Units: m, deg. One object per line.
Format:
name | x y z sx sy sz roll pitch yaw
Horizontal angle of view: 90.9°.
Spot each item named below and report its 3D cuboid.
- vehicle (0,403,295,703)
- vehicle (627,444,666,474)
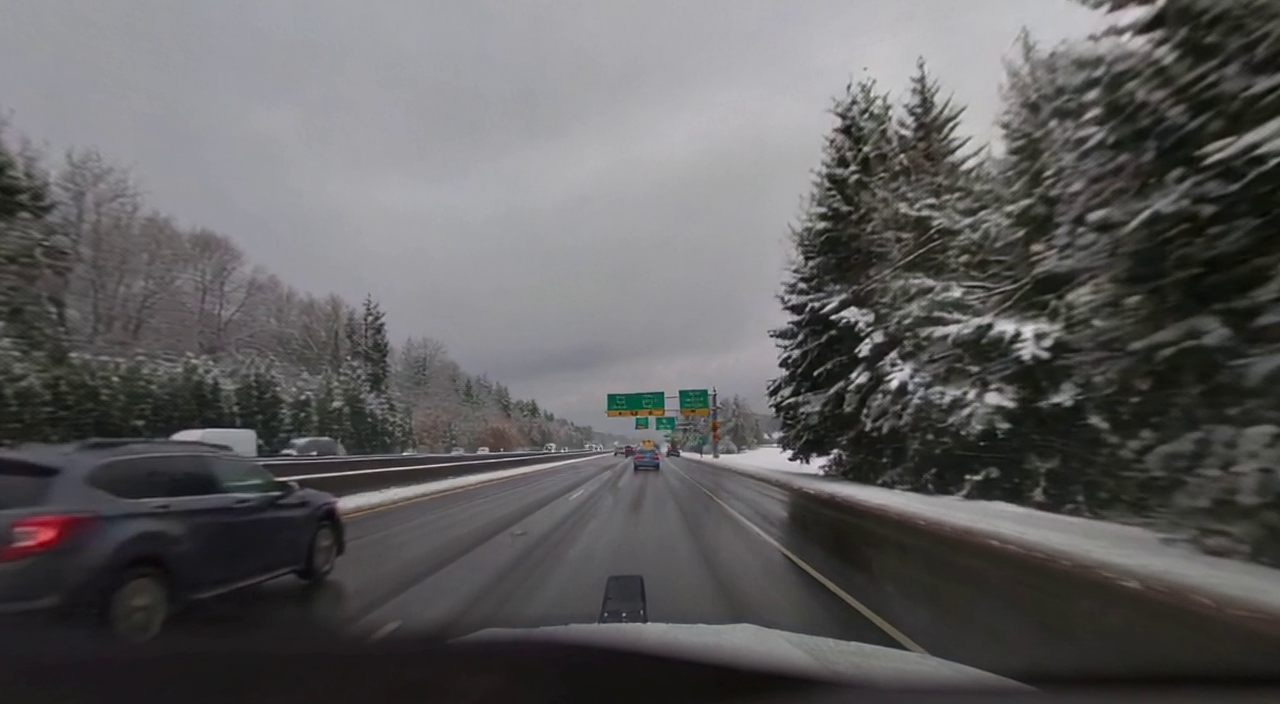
vehicle | -4.187 1.071 3.352 2.081 1.534 4.543 0 -9 1
vehicle | 0.311 5.629 33.157 1.960 1.456 3.818 0 -9 0
